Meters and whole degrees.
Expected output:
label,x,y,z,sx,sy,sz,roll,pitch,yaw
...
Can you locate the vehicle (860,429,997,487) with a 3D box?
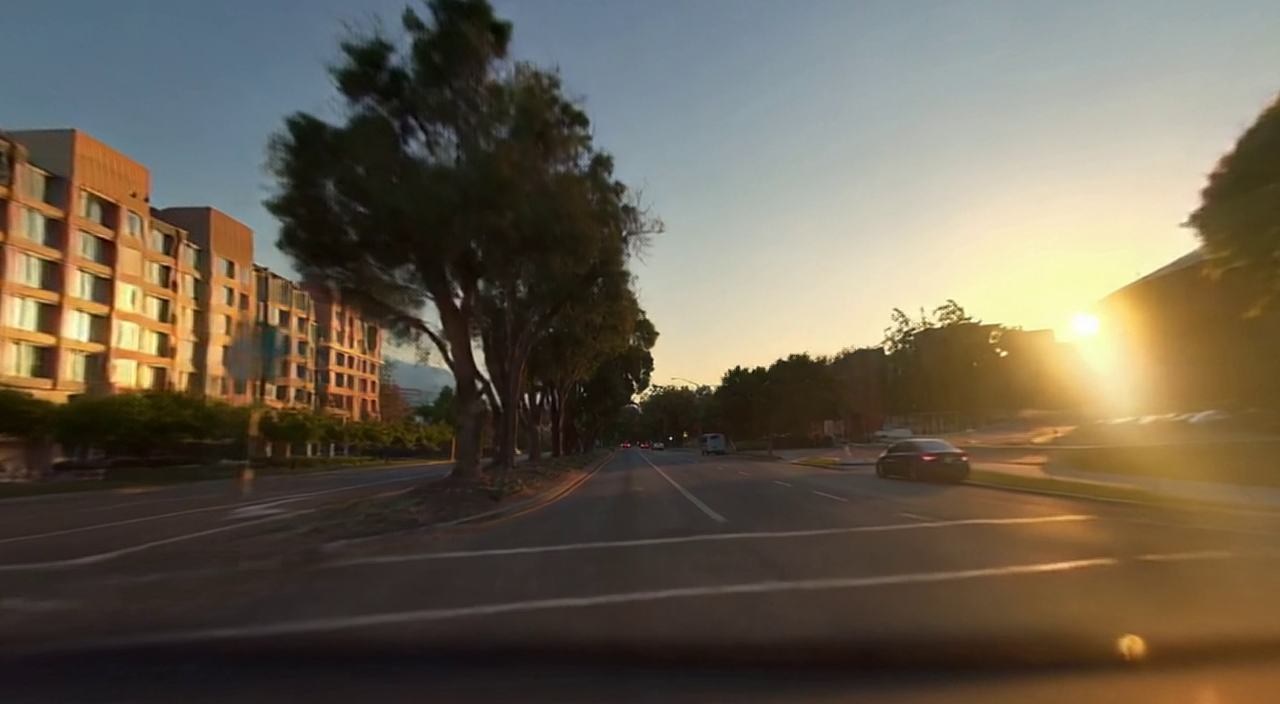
label,x,y,z,sx,sy,sz,roll,pitch,yaw
vehicle,9.765,3.633,21.969,2.065,1.732,5.036,0,-8,-4
